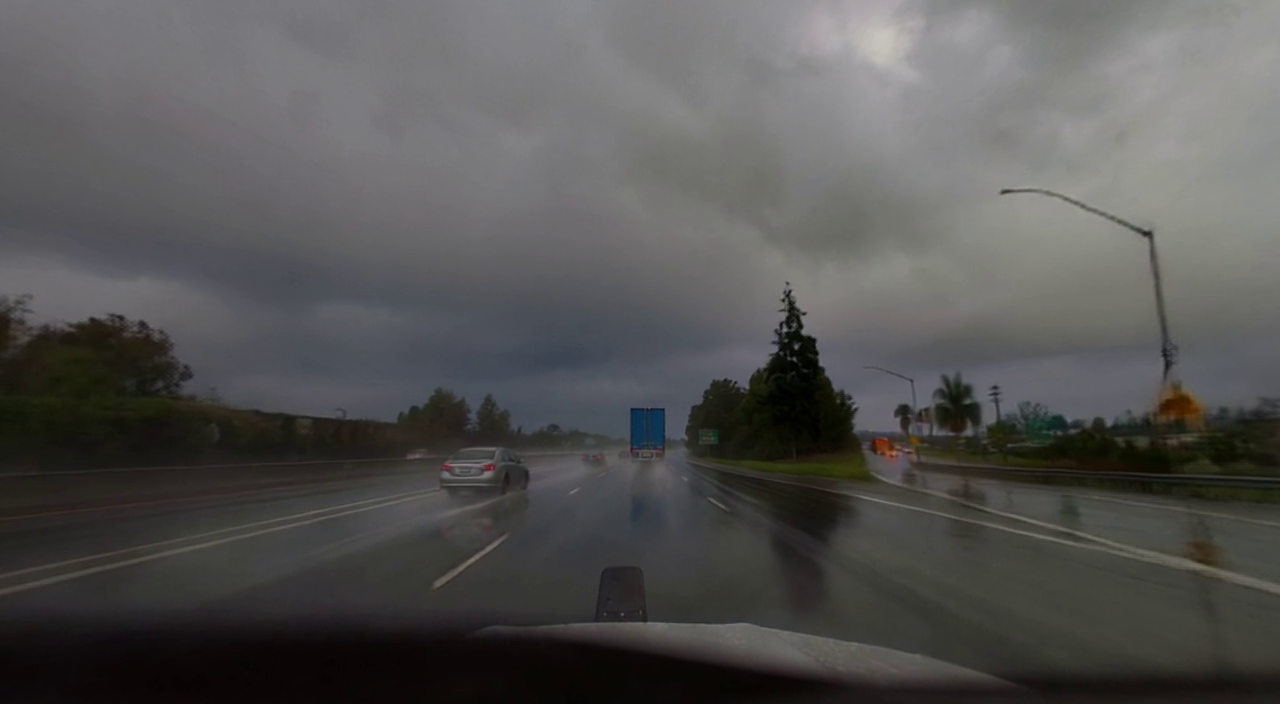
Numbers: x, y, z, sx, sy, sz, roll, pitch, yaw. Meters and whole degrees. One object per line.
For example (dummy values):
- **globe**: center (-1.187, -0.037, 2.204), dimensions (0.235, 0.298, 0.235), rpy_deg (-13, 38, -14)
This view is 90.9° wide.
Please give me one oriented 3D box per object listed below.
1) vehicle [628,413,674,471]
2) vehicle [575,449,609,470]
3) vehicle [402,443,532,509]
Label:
- **vehicle**: center (0.720, 6.349, 44.080), dimensions (2.893, 3.628, 9.081), rpy_deg (0, -9, 1)
- **vehicle**: center (-3.374, 7.632, 45.020), dimensions (1.981, 1.435, 4.199), rpy_deg (0, -9, 2)
- **vehicle**: center (-4.237, 3.107, 16.281), dimensions (2.010, 1.461, 4.391), rpy_deg (0, -9, 1)
